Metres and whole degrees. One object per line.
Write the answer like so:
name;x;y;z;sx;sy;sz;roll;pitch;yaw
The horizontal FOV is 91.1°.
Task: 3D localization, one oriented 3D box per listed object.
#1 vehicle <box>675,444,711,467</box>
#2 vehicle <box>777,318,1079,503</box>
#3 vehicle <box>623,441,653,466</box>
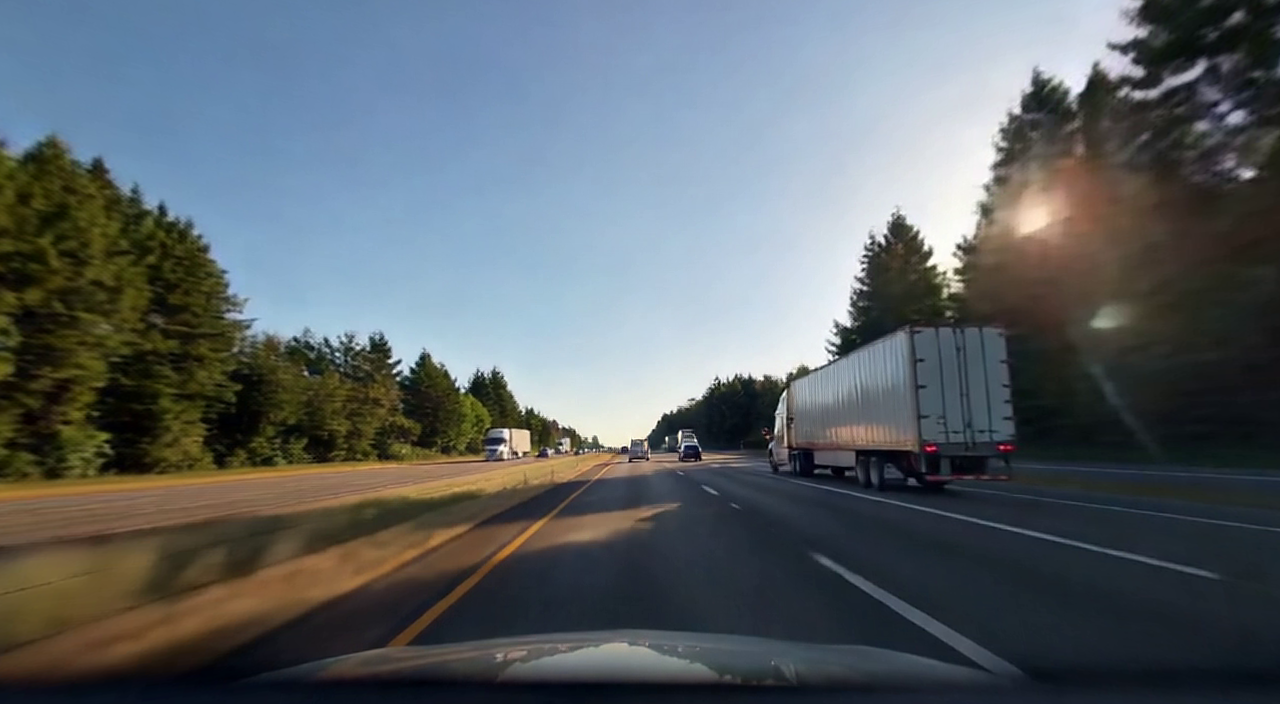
vehicle;3.585;7.095;43.217;2.025;1.534;4.179;0;-9;-1
vehicle;7.794;2.310;20.786;3.044;4.073;14.016;0;-9;-1
vehicle;-0.132;7.544;46.732;2.114;1.706;4.106;0;-9;0
